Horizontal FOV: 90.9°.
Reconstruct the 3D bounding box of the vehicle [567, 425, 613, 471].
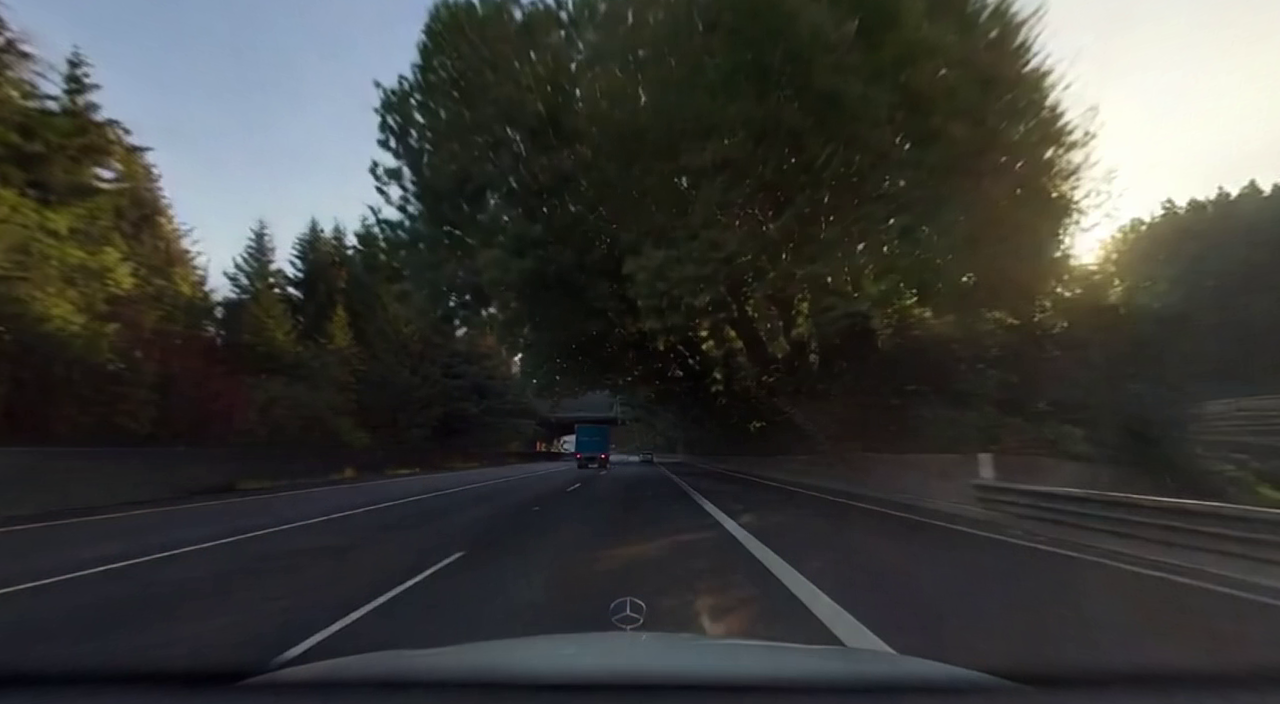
[{"bbox_3d":[-3.610,7.188,47.125,2.695,3.151,6.885,0,-9,1],"label":"vehicle"}]
